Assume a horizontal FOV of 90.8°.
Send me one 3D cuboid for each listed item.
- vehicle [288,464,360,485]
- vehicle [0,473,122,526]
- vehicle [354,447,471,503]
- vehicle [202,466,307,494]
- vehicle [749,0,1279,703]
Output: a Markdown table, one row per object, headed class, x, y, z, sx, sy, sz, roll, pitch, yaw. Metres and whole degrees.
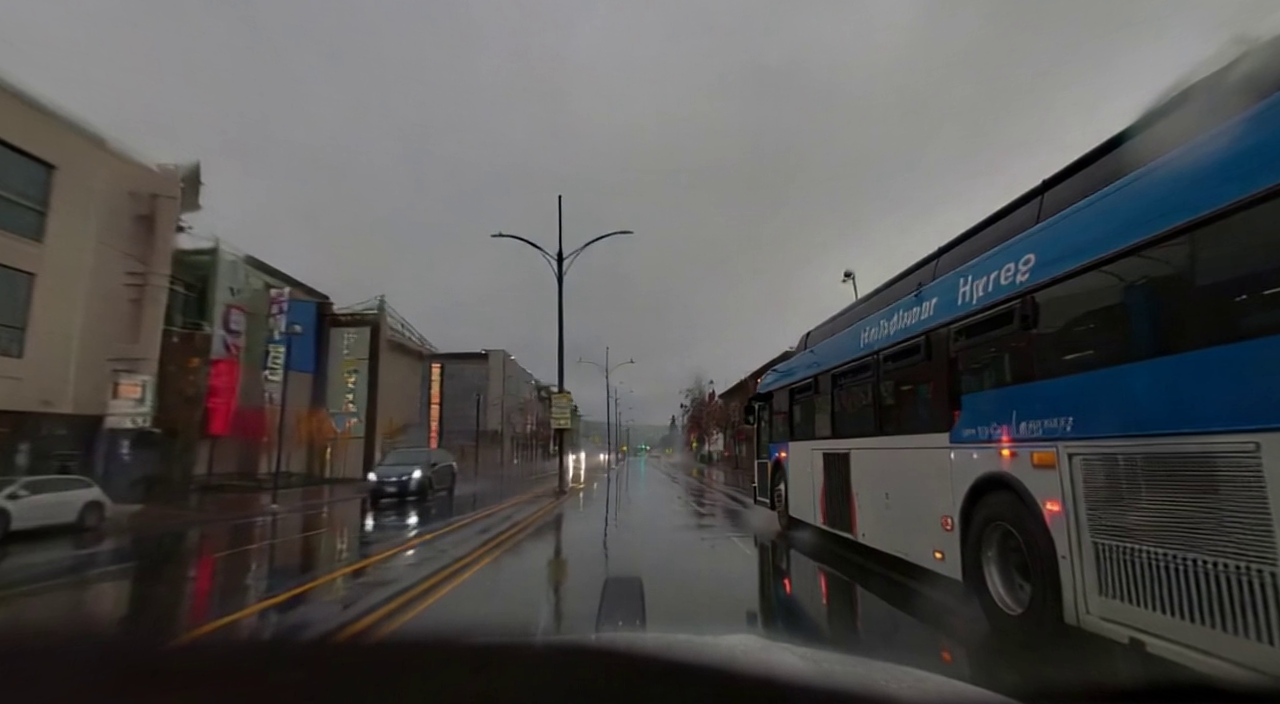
| class | x | y | z | sx | sy | sz | roll | pitch | yaw |
| --- | --- | --- | --- | --- | --- | --- | --- | --- | --- |
| vehicle | -23.216 | 9.002 | 46.494 | 4.290 | 1.506 | 1.829 | 0 | -9 | 1 |
| vehicle | -19.527 | 4.647 | 20.087 | 4.409 | 1.508 | 1.803 | 0 | -9 | -2 |
| vehicle | -8.417 | 4.576 | 24.151 | 2.315 | 1.841 | 5.648 | 0 | -8 | 1 |
| vehicle | -21.958 | 7.289 | 36.129 | 4.708 | 1.488 | 1.868 | 0 | -9 | -1 |
| vehicle | 3.913 | 0.679 | 6.598 | 3.194 | 3.345 | 12.428 | 0 | -8 | -1 |
